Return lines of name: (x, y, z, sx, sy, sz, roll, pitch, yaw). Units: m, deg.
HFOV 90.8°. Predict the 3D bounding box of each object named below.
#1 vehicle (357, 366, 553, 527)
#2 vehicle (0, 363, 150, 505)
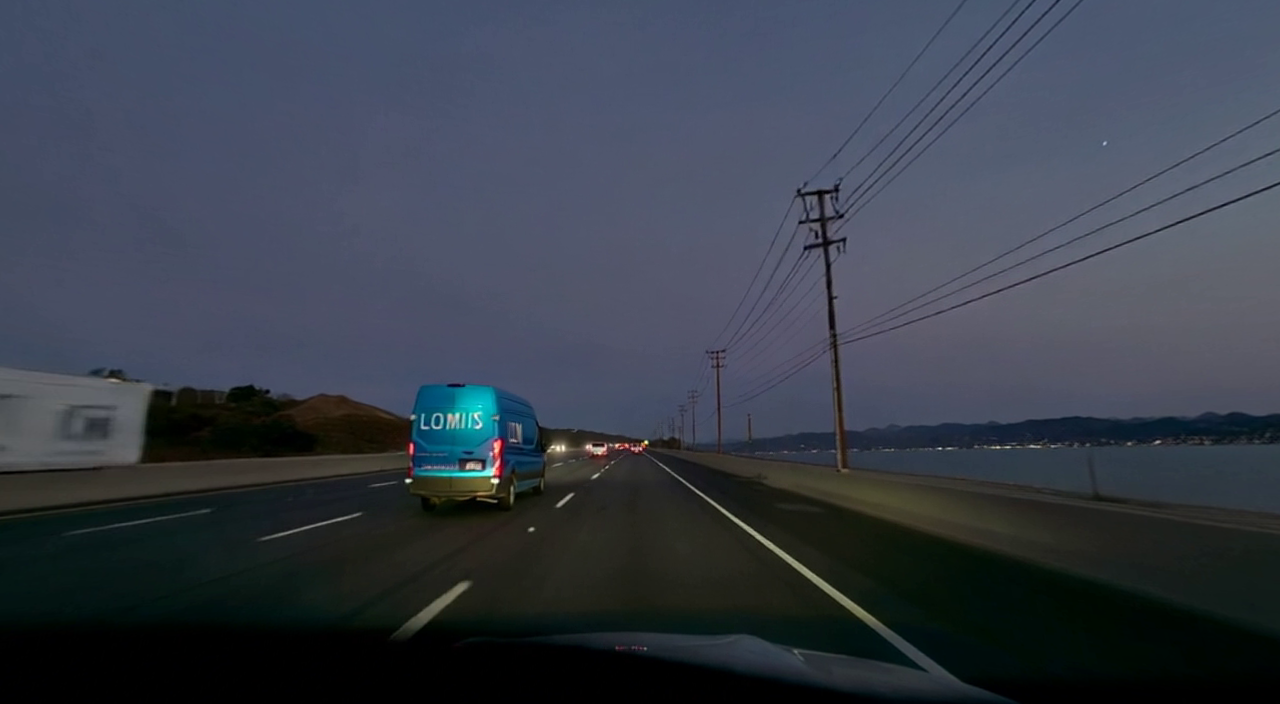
vehicle: (-3.611, 2.096, 14.179, 2.331, 2.757, 6.581, 0, -8, 1)
vehicle: (-17.614, 1.744, 13.824, 3.014, 3.530, 13.679, 0, -9, -1)
